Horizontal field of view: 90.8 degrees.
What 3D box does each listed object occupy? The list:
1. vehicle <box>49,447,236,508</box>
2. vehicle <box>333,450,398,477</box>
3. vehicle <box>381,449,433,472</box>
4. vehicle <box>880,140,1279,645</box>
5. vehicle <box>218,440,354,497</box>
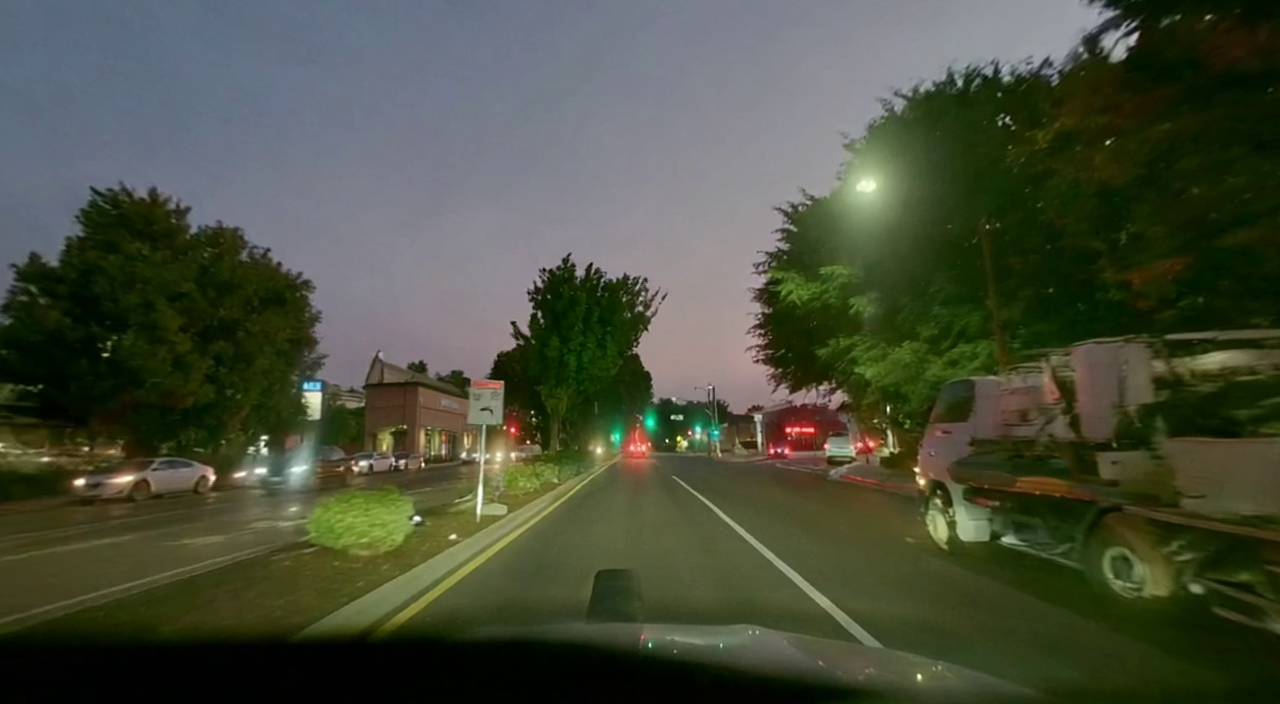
[{"bbox_3d":[-16.143,4.030,20.959,2.103,1.746,4.992,0,-8,0],"label":"vehicle"},{"bbox_3d":[-16.345,6.639,37.868,1.856,1.496,4.686,0,-9,-1],"label":"vehicle"},{"bbox_3d":[-16.269,7.577,44.402,1.852,1.476,4.704,0,-9,0],"label":"vehicle"},{"bbox_3d":[5.657,0.301,4.409,3.052,3.242,10.672,0,-9,-4],"label":"vehicle"},{"bbox_3d":[-11.936,3.916,21.735,1.983,1.700,4.695,0,-9,-1],"label":"vehicle"}]
